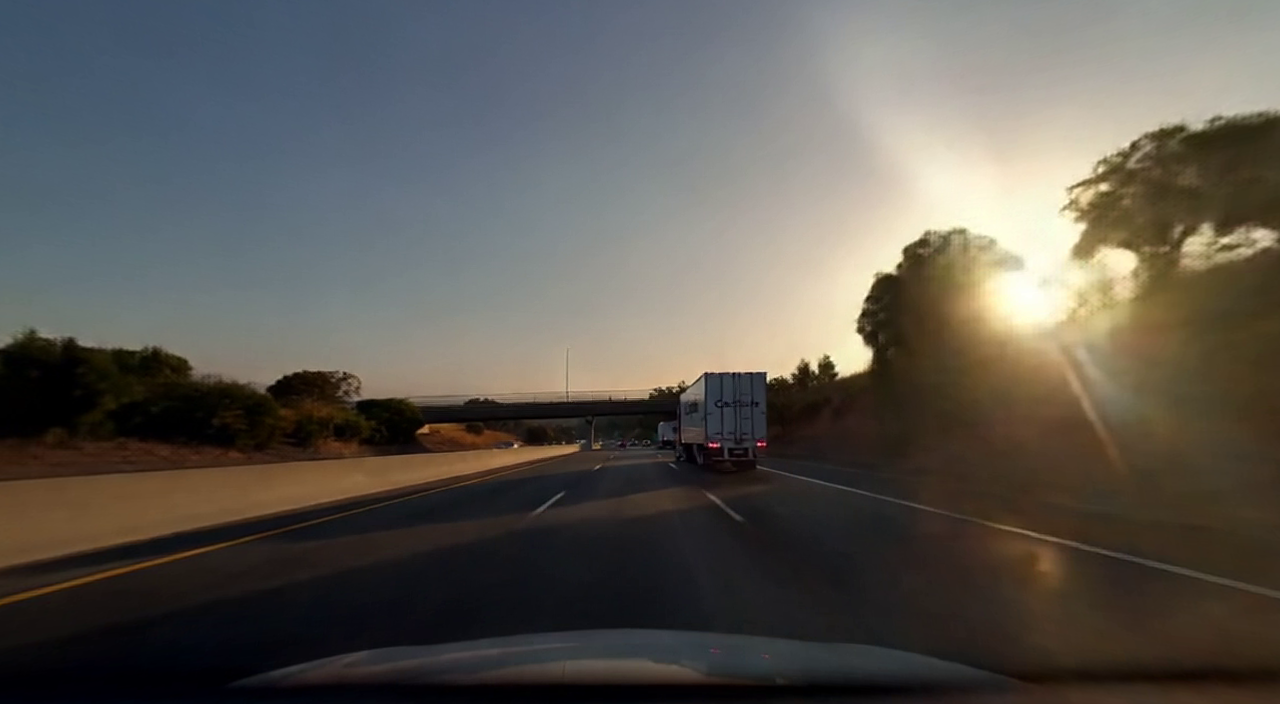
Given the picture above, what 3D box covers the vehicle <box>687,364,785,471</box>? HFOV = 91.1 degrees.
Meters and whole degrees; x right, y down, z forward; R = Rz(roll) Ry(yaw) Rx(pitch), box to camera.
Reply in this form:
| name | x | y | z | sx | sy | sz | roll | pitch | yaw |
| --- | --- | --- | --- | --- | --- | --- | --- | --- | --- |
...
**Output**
| name | x | y | z | sx | sy | sz | roll | pitch | yaw |
| --- | --- | --- | --- | --- | --- | --- | --- | --- | --- |
| vehicle | 3.882 | 3.036 | 27.679 | 2.840 | 3.947 | 8.920 | 0 | -8 | 0 |
